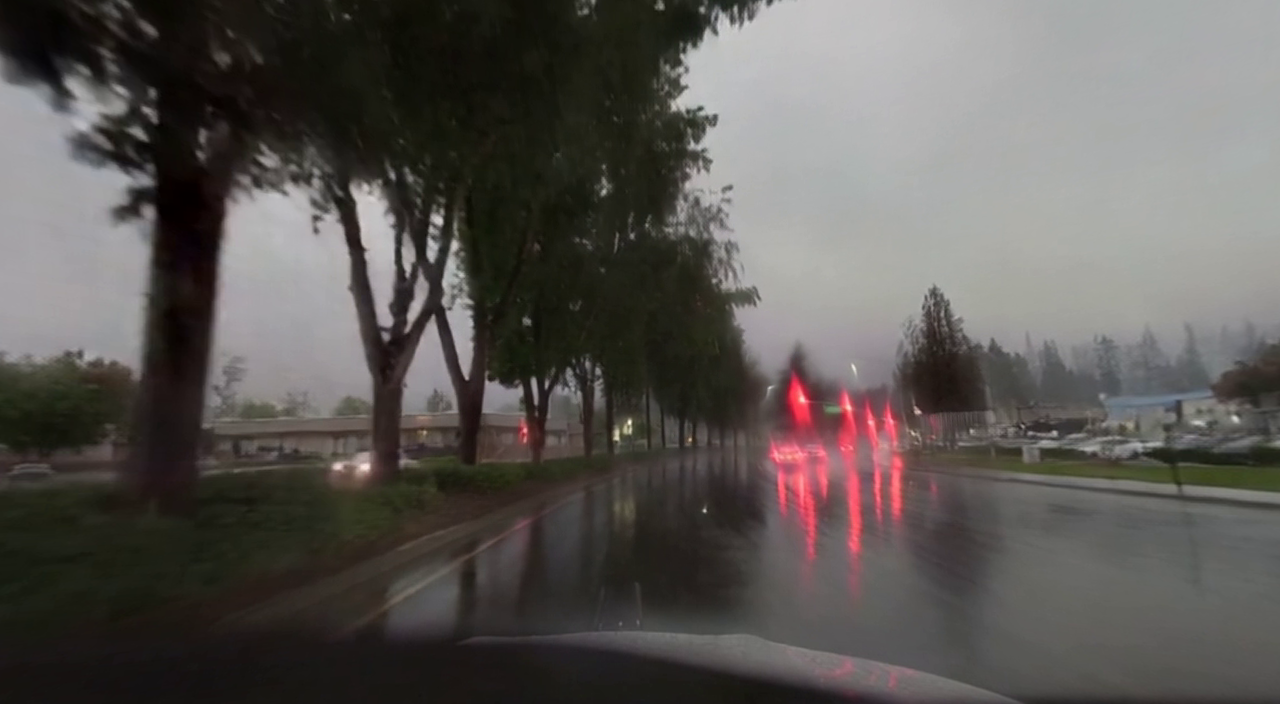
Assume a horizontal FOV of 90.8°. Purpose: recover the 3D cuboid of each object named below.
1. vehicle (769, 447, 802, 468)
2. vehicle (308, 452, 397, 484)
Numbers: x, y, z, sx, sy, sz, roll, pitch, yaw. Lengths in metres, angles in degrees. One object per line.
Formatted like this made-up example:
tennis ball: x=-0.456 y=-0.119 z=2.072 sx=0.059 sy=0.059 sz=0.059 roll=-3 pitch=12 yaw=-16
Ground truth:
vehicle: x=10.887 y=7.891 z=47.466 sx=1.988 sy=1.460 sz=3.996 roll=-1 pitch=-9 yaw=7
vehicle: x=-14.564 y=5.858 z=32.331 sx=1.943 sy=1.469 sz=4.537 roll=-1 pitch=-9 yaw=7
